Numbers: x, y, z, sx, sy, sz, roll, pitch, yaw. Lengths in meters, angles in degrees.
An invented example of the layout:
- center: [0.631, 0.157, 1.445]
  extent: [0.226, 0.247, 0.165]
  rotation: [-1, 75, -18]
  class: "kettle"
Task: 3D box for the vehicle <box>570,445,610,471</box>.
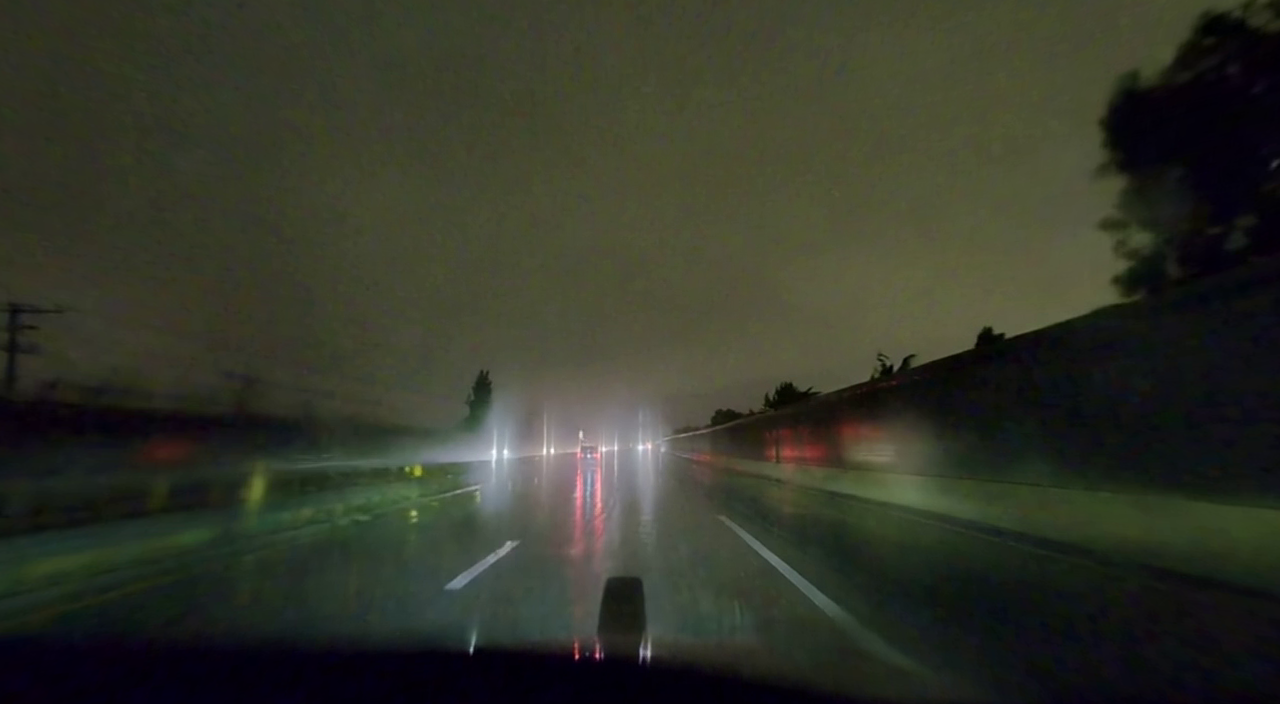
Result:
- center: [-2.935, 6.364, 37.946]
  extent: [1.991, 1.473, 4.707]
  rotation: [0, -9, 0]
  class: "vehicle"
